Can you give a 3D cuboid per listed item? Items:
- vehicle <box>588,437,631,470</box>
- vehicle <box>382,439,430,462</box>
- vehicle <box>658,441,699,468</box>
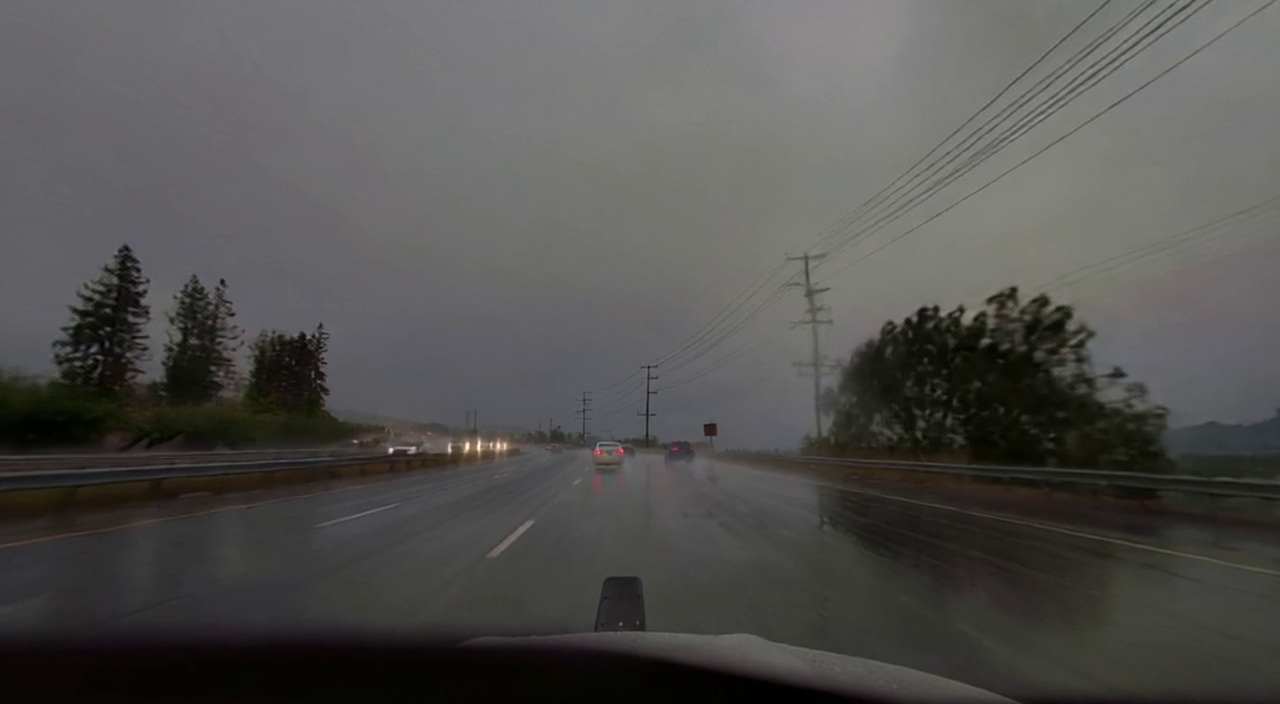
[{"bbox_3d":[-1.691,5.536,34.634,2.188,1.714,3.921,0,-8,-3],"label":"vehicle"},{"bbox_3d":[-16.248,6.851,44.112,1.890,1.507,4.764,1,-8,-4],"label":"vehicle"},{"bbox_3d":[2.174,5.950,36.802,1.789,1.503,3.897,1,-8,-5],"label":"vehicle"}]
